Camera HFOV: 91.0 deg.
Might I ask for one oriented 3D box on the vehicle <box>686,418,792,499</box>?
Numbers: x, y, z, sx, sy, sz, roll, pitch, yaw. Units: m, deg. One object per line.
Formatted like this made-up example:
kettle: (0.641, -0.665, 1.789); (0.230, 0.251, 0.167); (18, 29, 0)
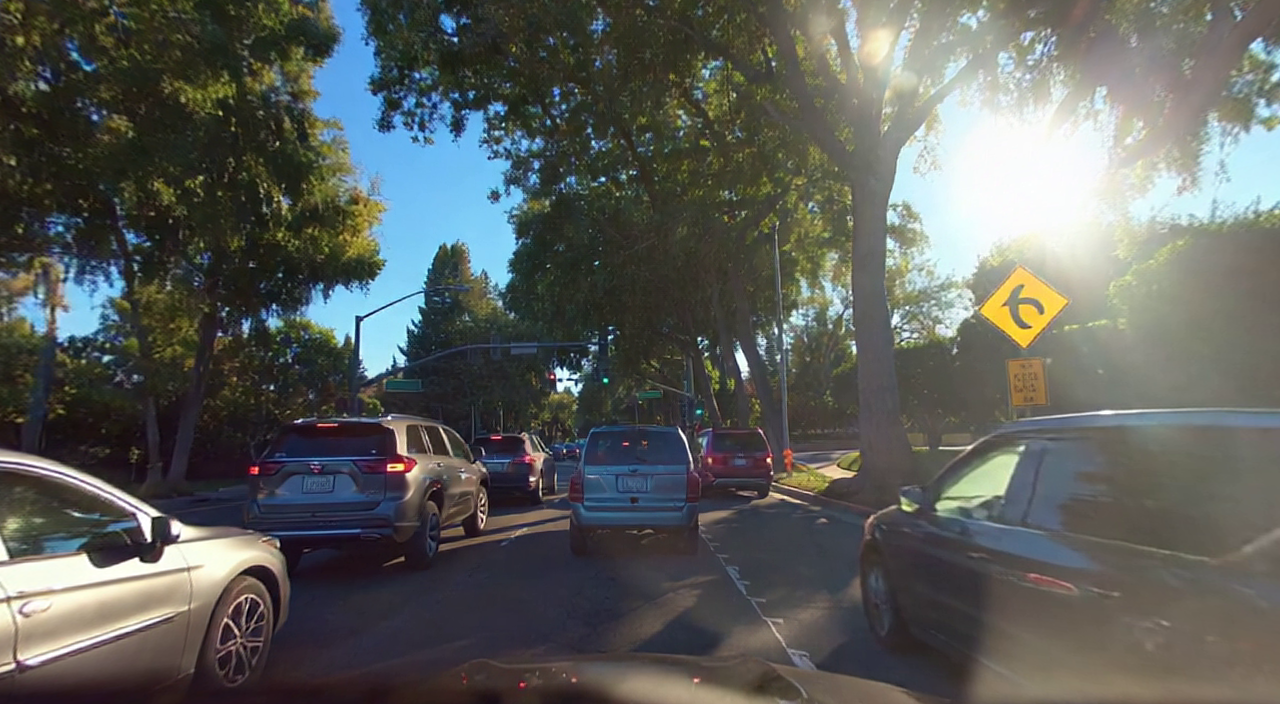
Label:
vehicle: (2.456, 2.805, 16.877); (2.059, 1.864, 4.541); (0, -8, -1)

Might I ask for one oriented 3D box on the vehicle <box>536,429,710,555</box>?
vehicle: (-0.248, 1.922, 9.344); (2.025, 1.453, 3.848); (0, -8, -2)

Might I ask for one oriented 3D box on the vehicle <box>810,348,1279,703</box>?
vehicle: (2.526, 0.974, 2.975); (2.116, 1.497, 4.652); (0, -8, 0)

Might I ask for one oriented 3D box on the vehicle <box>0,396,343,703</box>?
vehicle: (-2.925, 0.842, 1.617); (1.974, 1.484, 4.716); (0, -8, 1)

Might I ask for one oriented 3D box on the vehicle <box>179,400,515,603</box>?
vehicle: (-2.893, 1.568, 7.446); (1.964, 1.712, 4.097); (0, -8, 0)
